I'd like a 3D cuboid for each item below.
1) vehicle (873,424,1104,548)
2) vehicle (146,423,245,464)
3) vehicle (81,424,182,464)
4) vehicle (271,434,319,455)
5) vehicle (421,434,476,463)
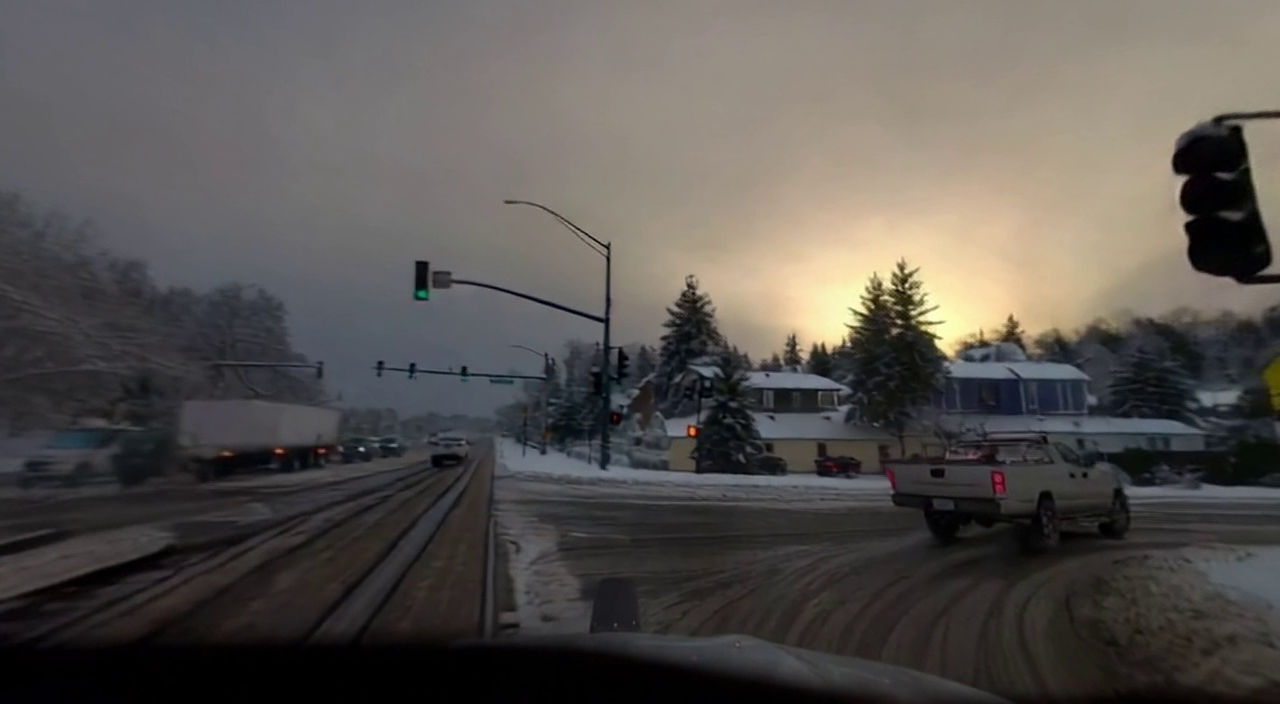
[{"bbox_3d":[7.105,2.545,12.619,5.251,1.926,2.404,9,-13,-43],"label":"vehicle"},{"bbox_3d":[-21.227,4.462,30.448,2.013,1.787,4.823,2,-10,-12],"label":"vehicle"},{"bbox_3d":[-25.925,4.758,32.440,1.972,1.898,4.620,2,-9,-11],"label":"vehicle"},{"bbox_3d":[-25.029,6.780,45.948,1.838,1.434,4.036,2,-10,-11],"label":"vehicle"},{"bbox_3d":[-10.458,5.342,34.820,2.004,1.482,4.799,1,-9,-6],"label":"vehicle"}]
